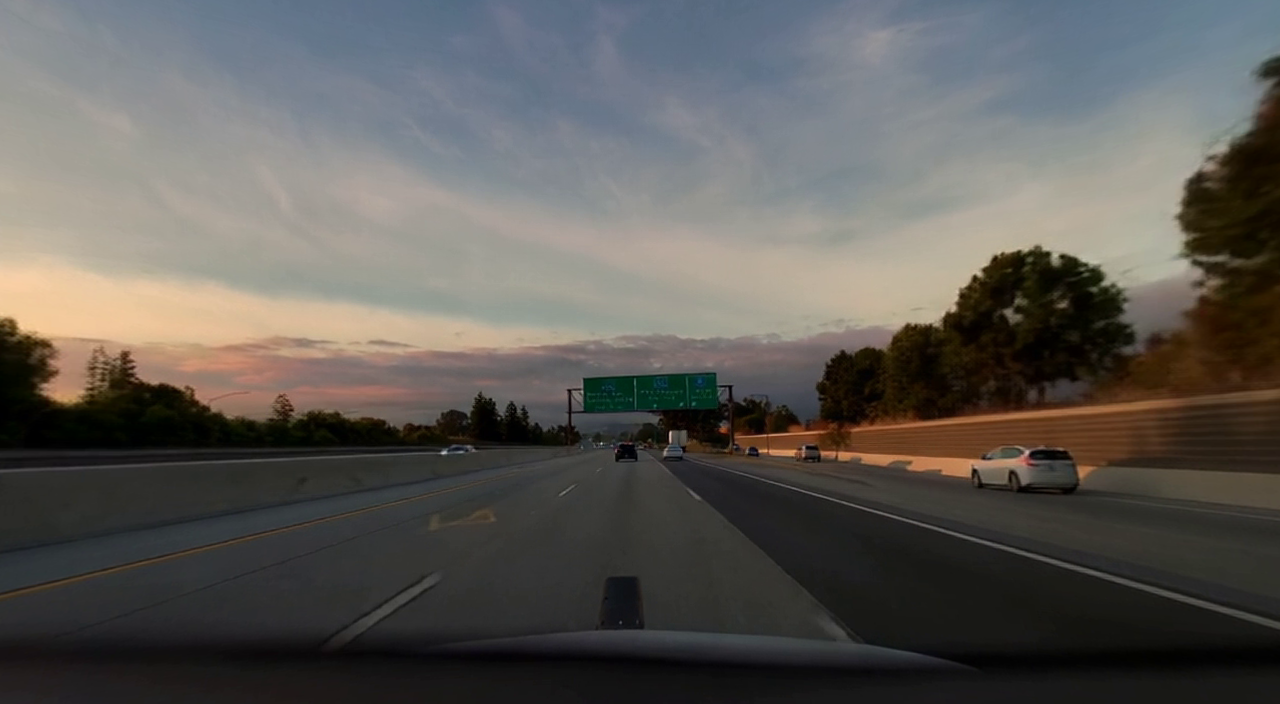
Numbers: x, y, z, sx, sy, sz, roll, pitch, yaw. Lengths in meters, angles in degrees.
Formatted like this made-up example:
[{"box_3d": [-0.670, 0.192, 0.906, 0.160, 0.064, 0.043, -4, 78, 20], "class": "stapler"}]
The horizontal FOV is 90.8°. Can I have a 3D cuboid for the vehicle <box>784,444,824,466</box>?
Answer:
[{"box_3d": [12.199, 7.648, 47.242, 1.867, 1.563, 4.436, 0, -8, 2], "class": "vehicle"}]

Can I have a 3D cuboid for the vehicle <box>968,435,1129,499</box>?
[{"box_3d": [12.076, 3.407, 19.114, 1.912, 1.673, 4.438, 0, -8, 1], "class": "vehicle"}]

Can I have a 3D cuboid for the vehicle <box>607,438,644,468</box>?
[{"box_3d": [-0.863, 6.166, 38.820, 2.121, 1.739, 4.087, 0, -8, 0], "class": "vehicle"}]
